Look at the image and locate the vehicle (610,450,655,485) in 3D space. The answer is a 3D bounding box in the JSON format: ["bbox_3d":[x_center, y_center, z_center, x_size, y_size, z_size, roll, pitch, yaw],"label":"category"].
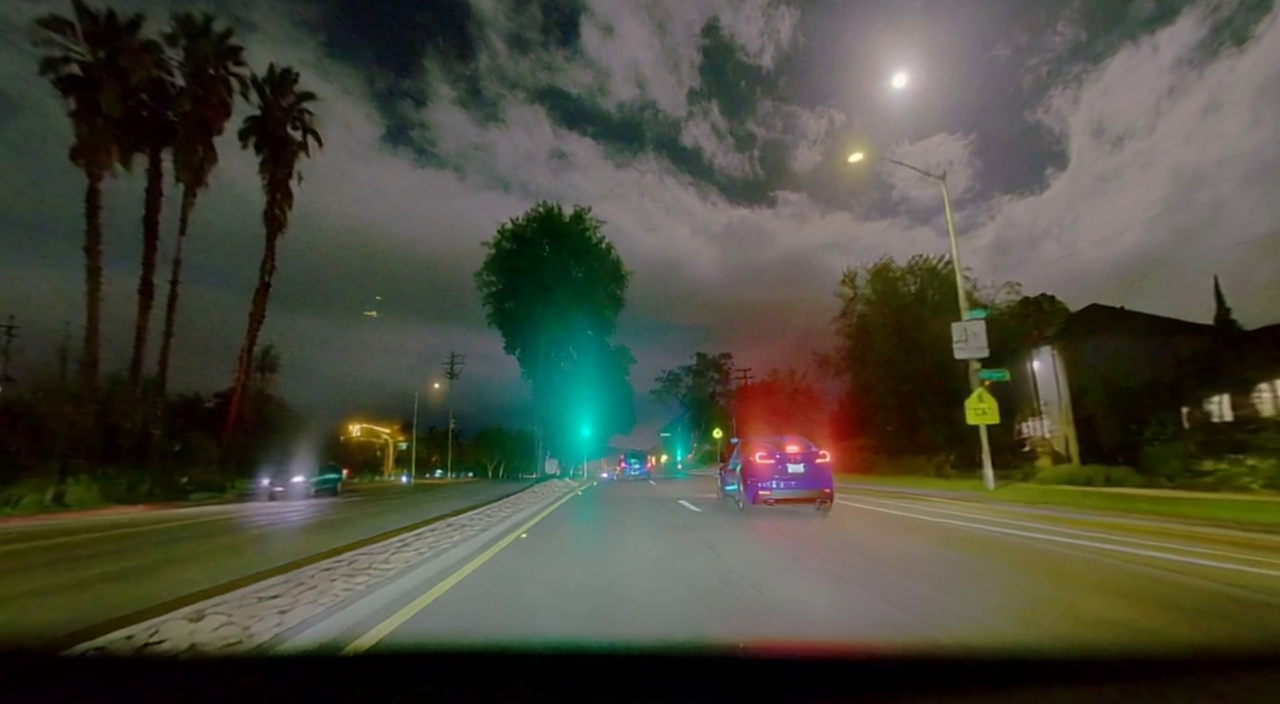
[{"bbox_3d":[-0.462,6.294,34.739,2.341,1.709,4.466,0,-9,-2],"label":"vehicle"}]

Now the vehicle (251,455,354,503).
[{"bbox_3d":[-17.578,6.594,33.311,2.449,2.016,5.383,-4,-9,1],"label":"vehicle"}]

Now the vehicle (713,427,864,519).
[{"bbox_3d":[3.282,2.815,15.287,2.205,1.803,5.135,0,-8,-2],"label":"vehicle"}]
